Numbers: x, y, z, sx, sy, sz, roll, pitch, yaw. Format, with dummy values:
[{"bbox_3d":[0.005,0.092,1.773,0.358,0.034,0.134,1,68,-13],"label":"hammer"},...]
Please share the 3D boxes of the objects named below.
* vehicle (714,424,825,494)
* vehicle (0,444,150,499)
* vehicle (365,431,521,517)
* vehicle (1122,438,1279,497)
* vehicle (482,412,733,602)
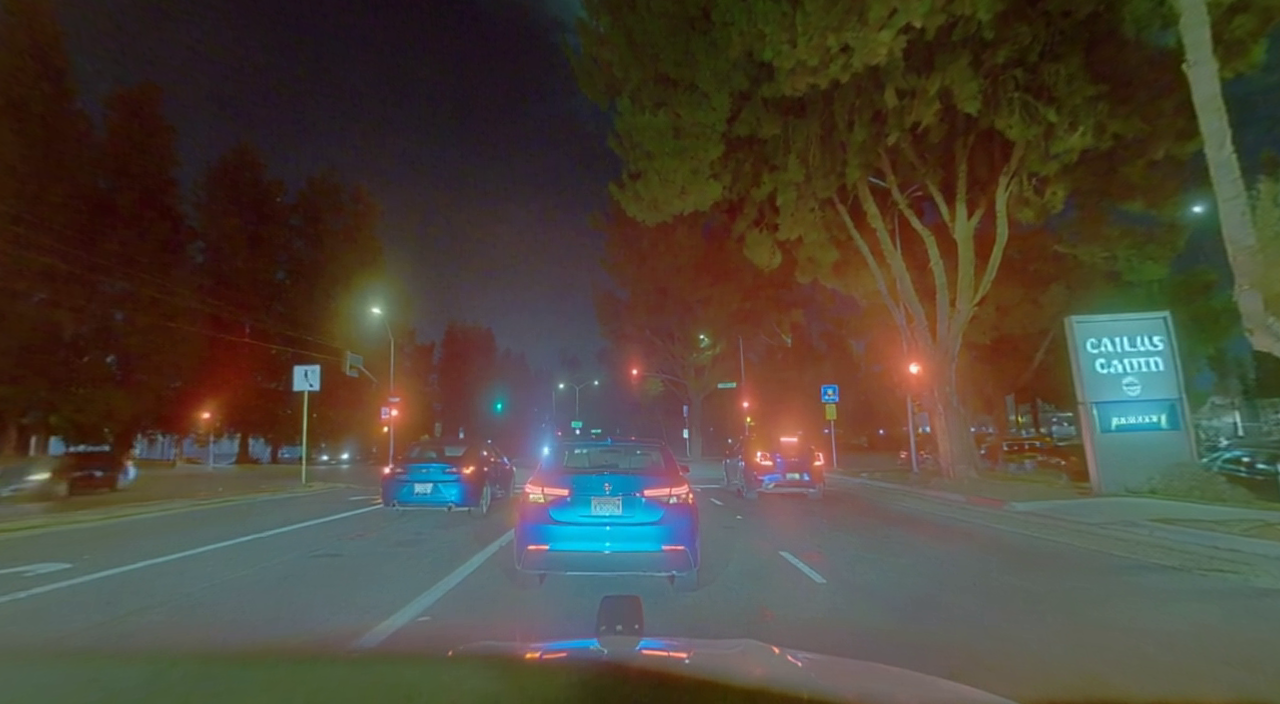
[{"bbox_3d":[3.426,2.922,17.569,2.028,1.678,4.220,0,-8,-2],"label":"vehicle"},{"bbox_3d":[-20.111,4.133,22.273,1.982,1.712,4.511,0,-8,0],"label":"vehicle"},{"bbox_3d":[-3.745,2.380,12.798,1.998,1.452,3.773,0,-8,-1],"label":"vehicle"},{"bbox_3d":[15.184,2.942,16.325,3.951,1.418,1.842,0,-8,-2],"label":"vehicle"},{"bbox_3d":[-0.361,1.577,7.338,2.045,1.533,4.183,0,-8,-3],"label":"vehicle"}]
